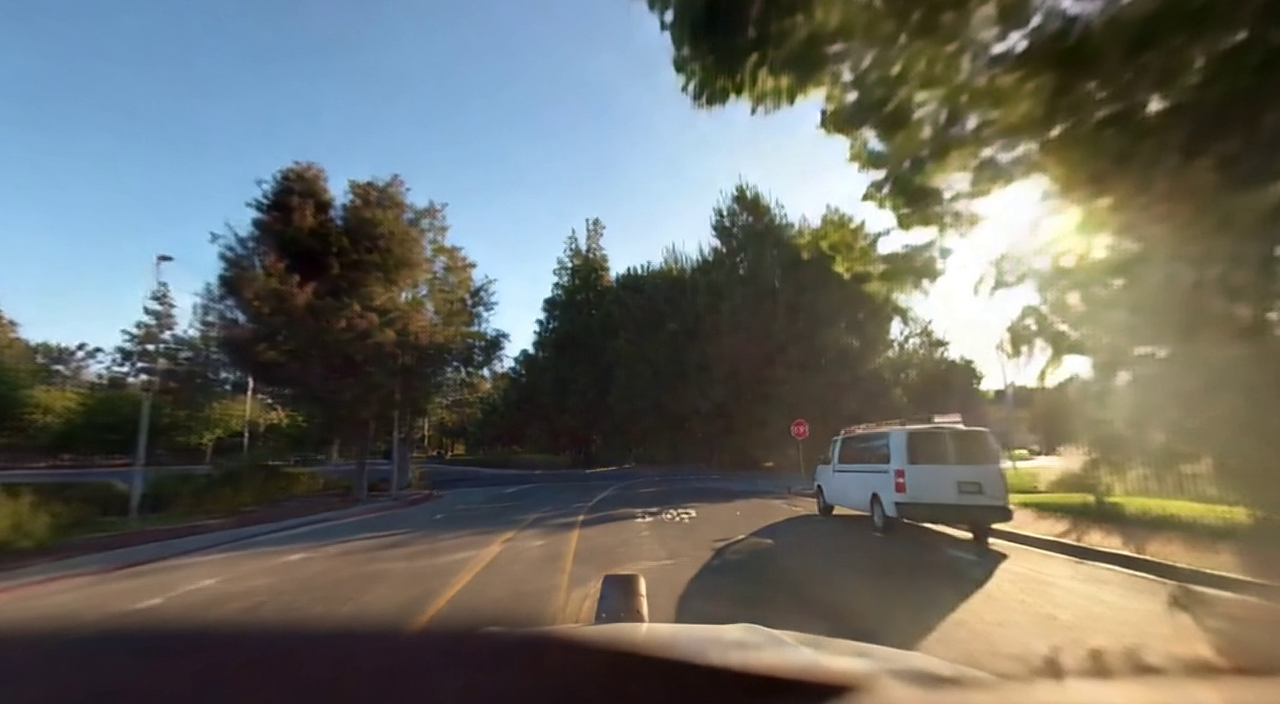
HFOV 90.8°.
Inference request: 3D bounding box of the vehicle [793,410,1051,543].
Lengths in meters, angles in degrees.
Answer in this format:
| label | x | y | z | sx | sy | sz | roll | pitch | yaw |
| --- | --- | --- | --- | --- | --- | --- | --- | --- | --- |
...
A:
| label | x | y | z | sx | sy | sz | roll | pitch | yaw |
| --- | --- | --- | --- | --- | --- | --- | --- | --- | --- |
| vehicle | 5.553 | 2.577 | 13.841 | 2.659 | 2.245 | 5.991 | 0 | -9 | -2 |
